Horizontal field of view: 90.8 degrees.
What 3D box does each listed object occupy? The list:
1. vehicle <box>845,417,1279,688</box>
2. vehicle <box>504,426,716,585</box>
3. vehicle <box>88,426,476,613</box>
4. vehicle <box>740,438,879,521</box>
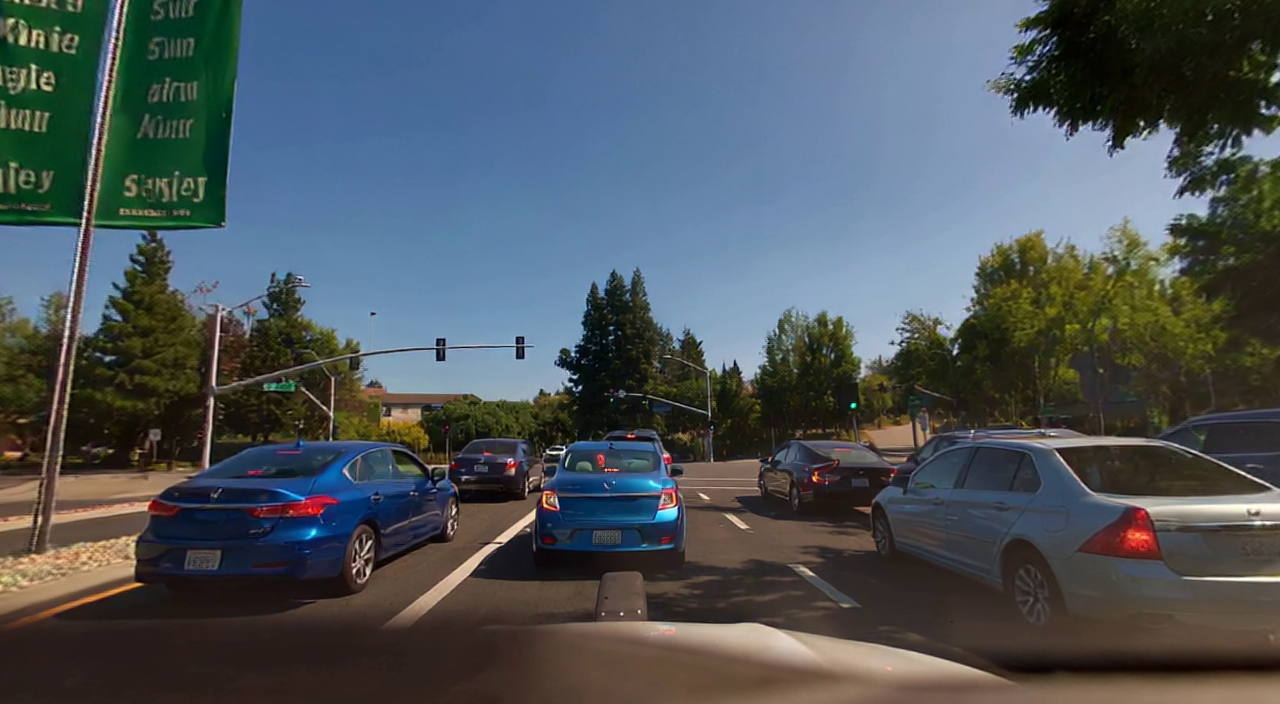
[{"bbox_3d":[3.606,1.437,5.766,1.953,1.471,4.470,0,-9,0],"label":"vehicle"},{"bbox_3d":[-0.304,1.726,7.842,1.994,1.479,3.647,0,-9,-1],"label":"vehicle"},{"bbox_3d":[-3.372,1.640,7.120,1.929,1.457,4.136,0,-9,0],"label":"vehicle"},{"bbox_3d":[3.398,2.614,13.490,1.852,1.498,3.825,0,-9,-1],"label":"vehicle"}]
